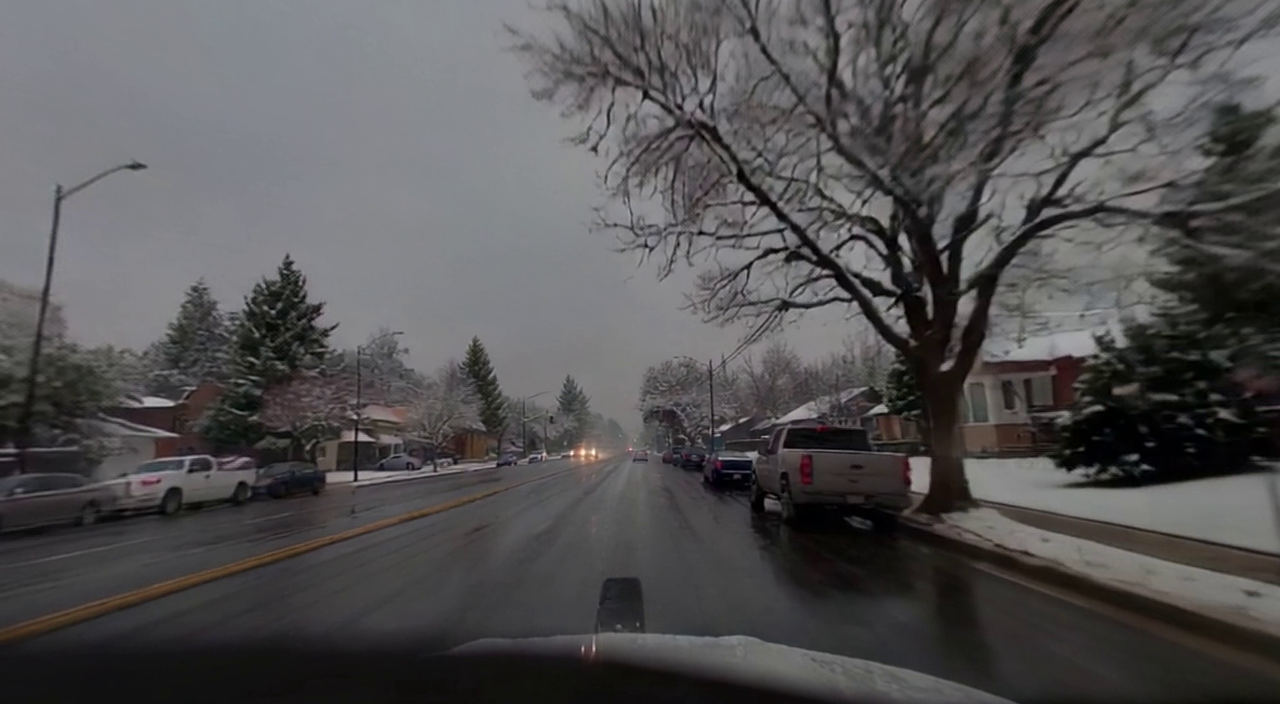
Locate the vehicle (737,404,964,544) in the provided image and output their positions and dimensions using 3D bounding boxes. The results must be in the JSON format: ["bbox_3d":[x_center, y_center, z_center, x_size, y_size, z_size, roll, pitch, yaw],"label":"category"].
[{"bbox_3d":[3.573,2.264,12.451,2.327,2.026,6.259,0,-9,0],"label":"vehicle"}]

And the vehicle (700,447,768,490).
[{"bbox_3d":[3.476,4.404,24.200,2.009,1.468,4.414,0,-9,1],"label":"vehicle"}]

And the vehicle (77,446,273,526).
[{"bbox_3d":[-13.989,4.014,19.589,2.213,1.903,5.326,-5,-9,-2],"label":"vehicle"}]

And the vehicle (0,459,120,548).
[{"bbox_3d":[-13.879,3.225,13.641,1.772,1.736,4.020,0,-9,1],"label":"vehicle"}]

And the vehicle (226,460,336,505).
[{"bbox_3d":[-13.916,5.065,24.827,1.798,1.486,4.353,0,-9,-1],"label":"vehicle"}]

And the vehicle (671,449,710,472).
[{"bbox_3d":[3.349,7.319,42.837,2.158,1.477,5.135,0,-9,0],"label":"vehicle"}]
